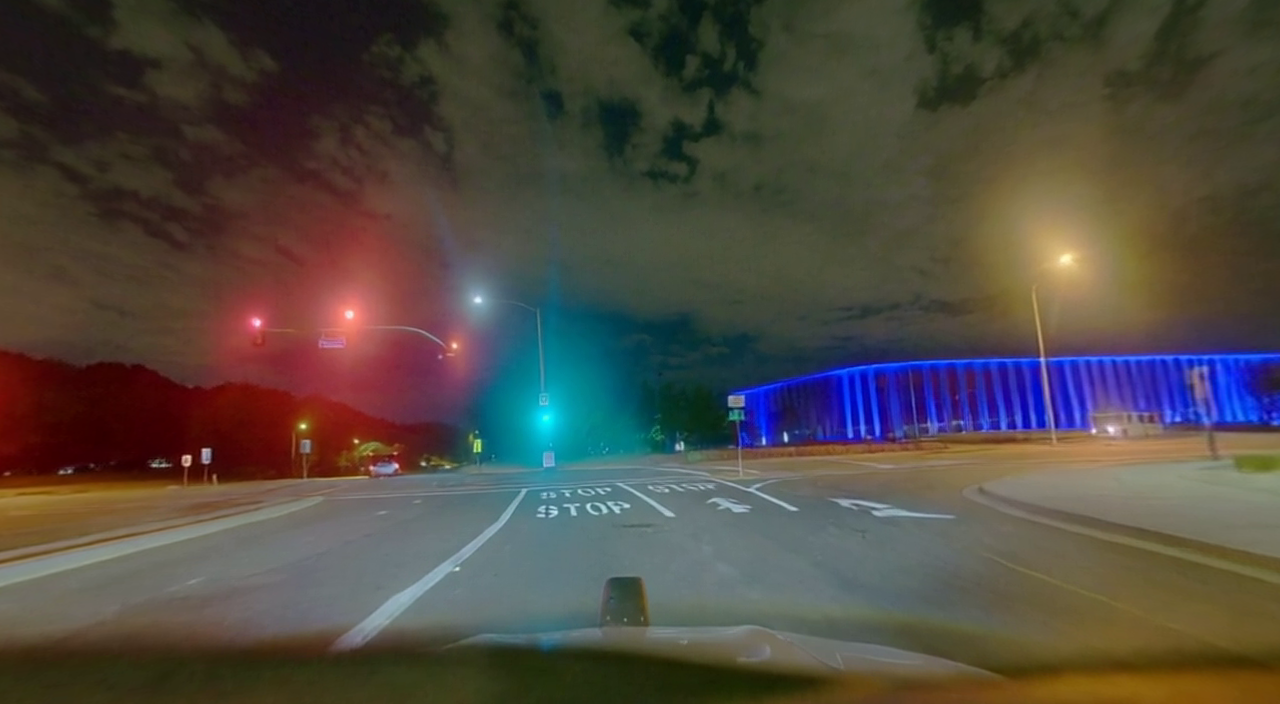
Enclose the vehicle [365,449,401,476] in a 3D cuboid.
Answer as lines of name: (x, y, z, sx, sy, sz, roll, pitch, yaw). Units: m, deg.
vehicle: (-20.364, 8.654, 49.746, 2.336, 1.923, 5.570, 4, -9, -24)
